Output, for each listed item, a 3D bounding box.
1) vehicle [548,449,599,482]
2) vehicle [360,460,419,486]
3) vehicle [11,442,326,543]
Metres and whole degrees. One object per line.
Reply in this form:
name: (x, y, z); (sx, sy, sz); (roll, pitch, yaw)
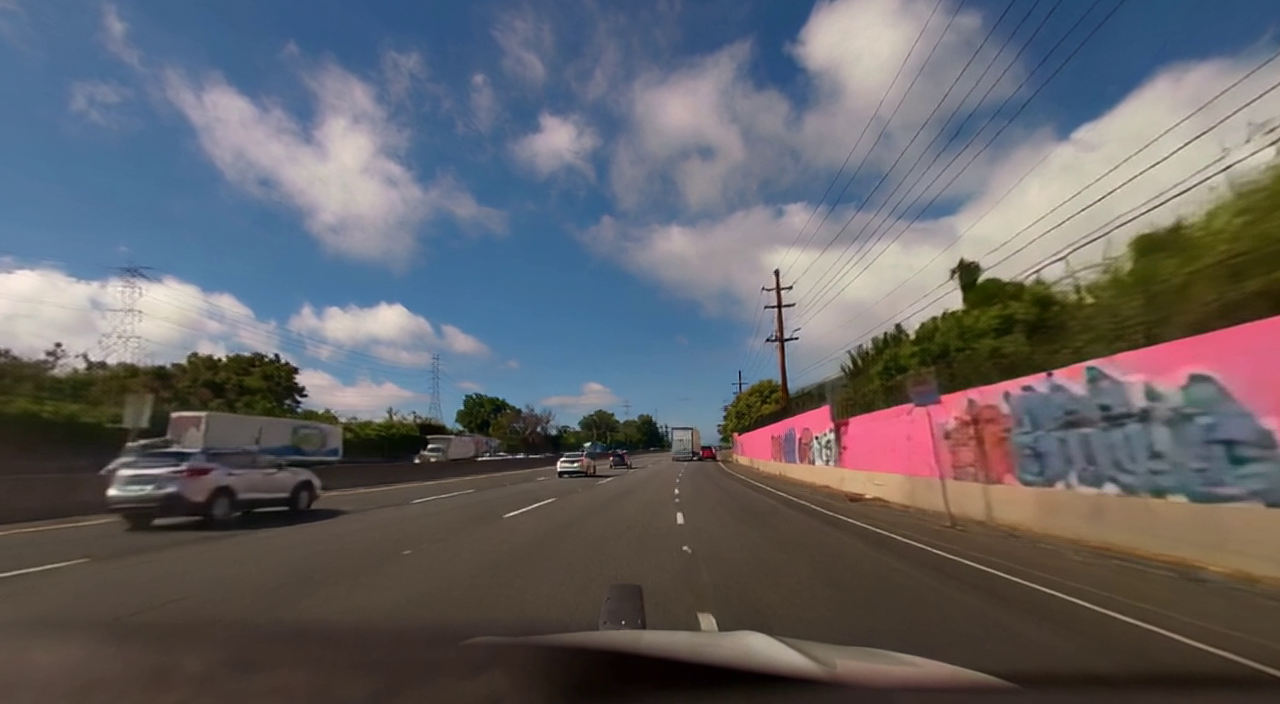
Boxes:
vehicle: (-3.371, 5.834, 32.714); (1.966, 1.565, 3.766); (-1, -9, 4)
vehicle: (-15.068, 7.277, 38.075); (1.789, 1.390, 3.746); (-1, -9, 4)
vehicle: (-8.394, 2.521, 12.025); (2.142, 1.503, 4.767); (-1, -9, 3)
